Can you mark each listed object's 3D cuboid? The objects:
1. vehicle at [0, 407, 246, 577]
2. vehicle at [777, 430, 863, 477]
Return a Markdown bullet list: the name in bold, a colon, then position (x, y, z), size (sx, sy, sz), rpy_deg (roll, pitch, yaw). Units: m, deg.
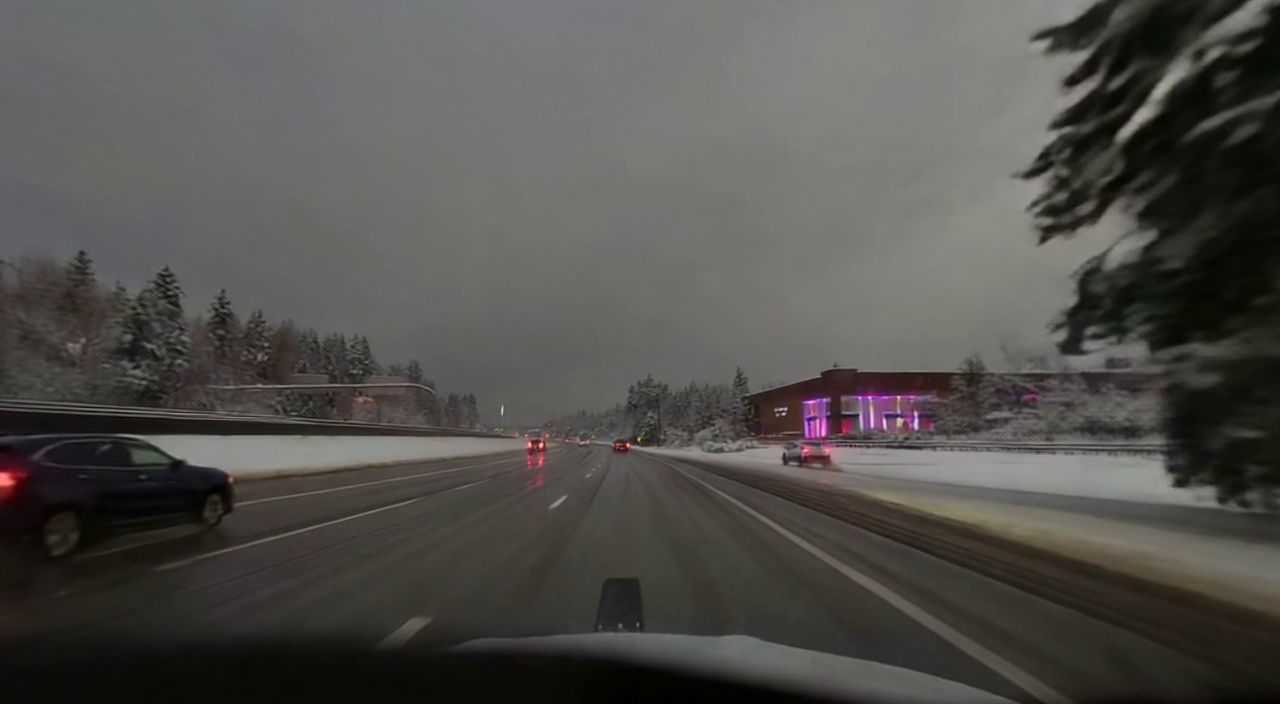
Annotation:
- **vehicle**: position (-7.413, 1.618, 7.706), size (2.030, 1.672, 4.913), rpy_deg (0, -9, 0)
- **vehicle**: position (7.497, 4.269, 26.759), size (2.023, 1.782, 4.193), rpy_deg (1, -9, -6)
